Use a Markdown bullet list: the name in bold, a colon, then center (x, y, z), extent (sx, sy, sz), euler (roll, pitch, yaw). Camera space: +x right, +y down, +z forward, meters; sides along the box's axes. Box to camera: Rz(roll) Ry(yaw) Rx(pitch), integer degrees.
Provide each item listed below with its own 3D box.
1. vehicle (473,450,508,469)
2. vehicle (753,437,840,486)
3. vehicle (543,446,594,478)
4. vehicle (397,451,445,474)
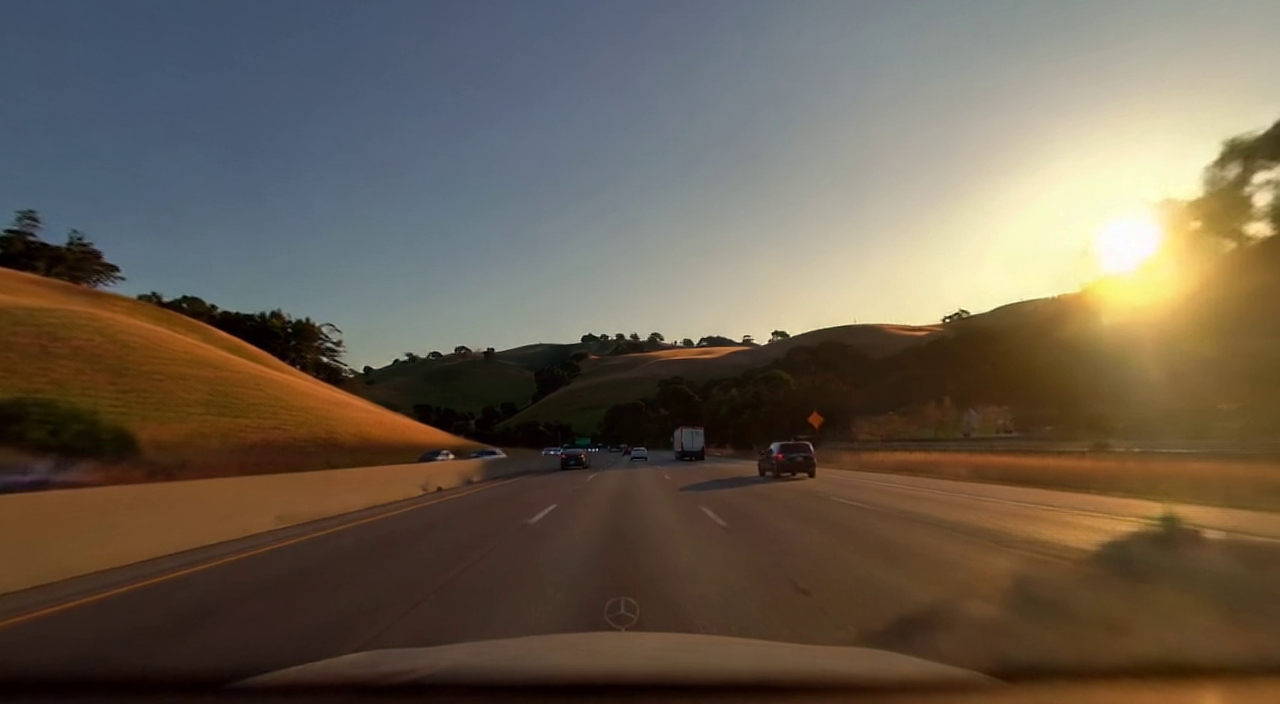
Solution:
- **vehicle**: center (-11.724, 8.436, 49.477), extent (1.775, 1.434, 3.718), euler (0, -9, 1)
- **vehicle**: center (5.781, 4.109, 23.889), extent (2.069, 1.625, 4.832), euler (0, -9, 0)
- **vehicle**: center (-3.642, 5.718, 33.010), extent (2.160, 1.530, 4.500), euler (0, -9, 0)
- **vehicle**: center (-15.425, 7.780, 44.488), extent (1.850, 1.465, 4.240), euler (0, -9, 0)
